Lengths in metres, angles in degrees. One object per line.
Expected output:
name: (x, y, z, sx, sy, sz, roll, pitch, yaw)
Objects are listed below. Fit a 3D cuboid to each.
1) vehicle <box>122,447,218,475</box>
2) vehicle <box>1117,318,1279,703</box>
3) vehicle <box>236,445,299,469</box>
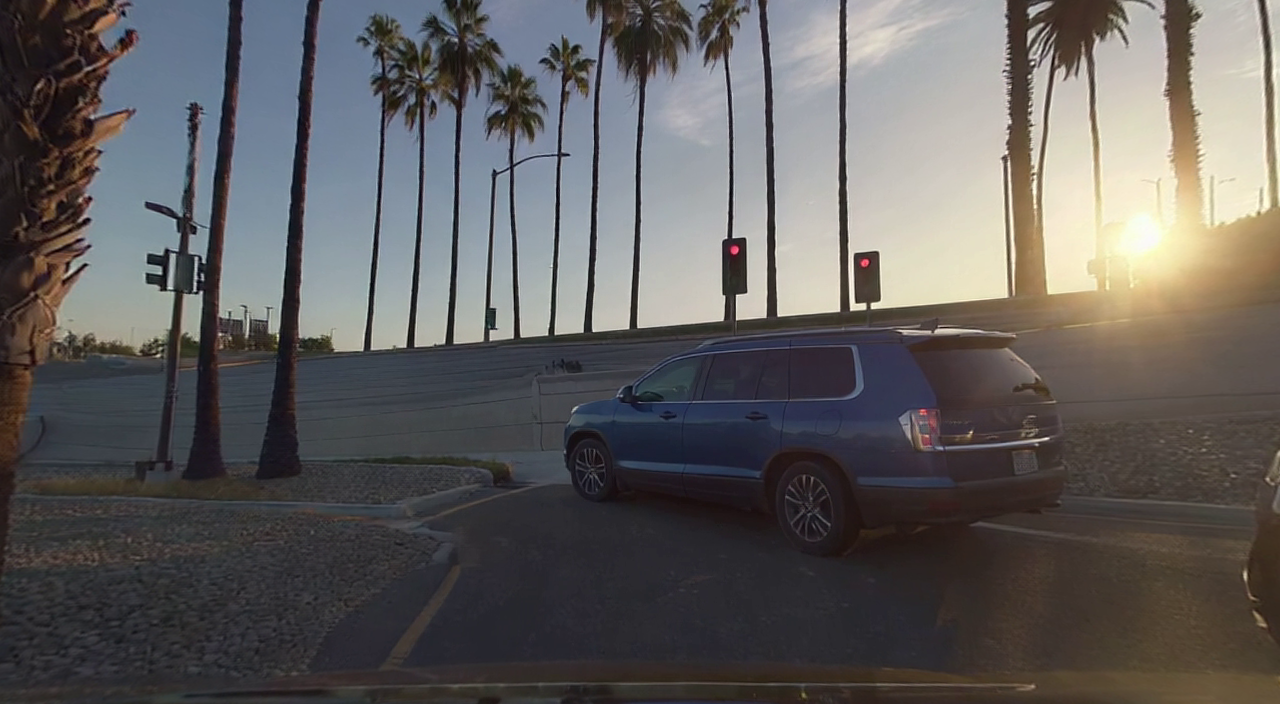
vehicle: (-26.549, 6.164, 35.757, 1.830, 1.443, 4.551, 0, -9, 2)
vehicle: (3.473, 0.515, 0.779, 2.028, 1.770, 4.737, 0, -9, 0)
vehicle: (-26.268, 7.418, 44.556, 1.941, 1.631, 4.017, 0, -9, 0)
